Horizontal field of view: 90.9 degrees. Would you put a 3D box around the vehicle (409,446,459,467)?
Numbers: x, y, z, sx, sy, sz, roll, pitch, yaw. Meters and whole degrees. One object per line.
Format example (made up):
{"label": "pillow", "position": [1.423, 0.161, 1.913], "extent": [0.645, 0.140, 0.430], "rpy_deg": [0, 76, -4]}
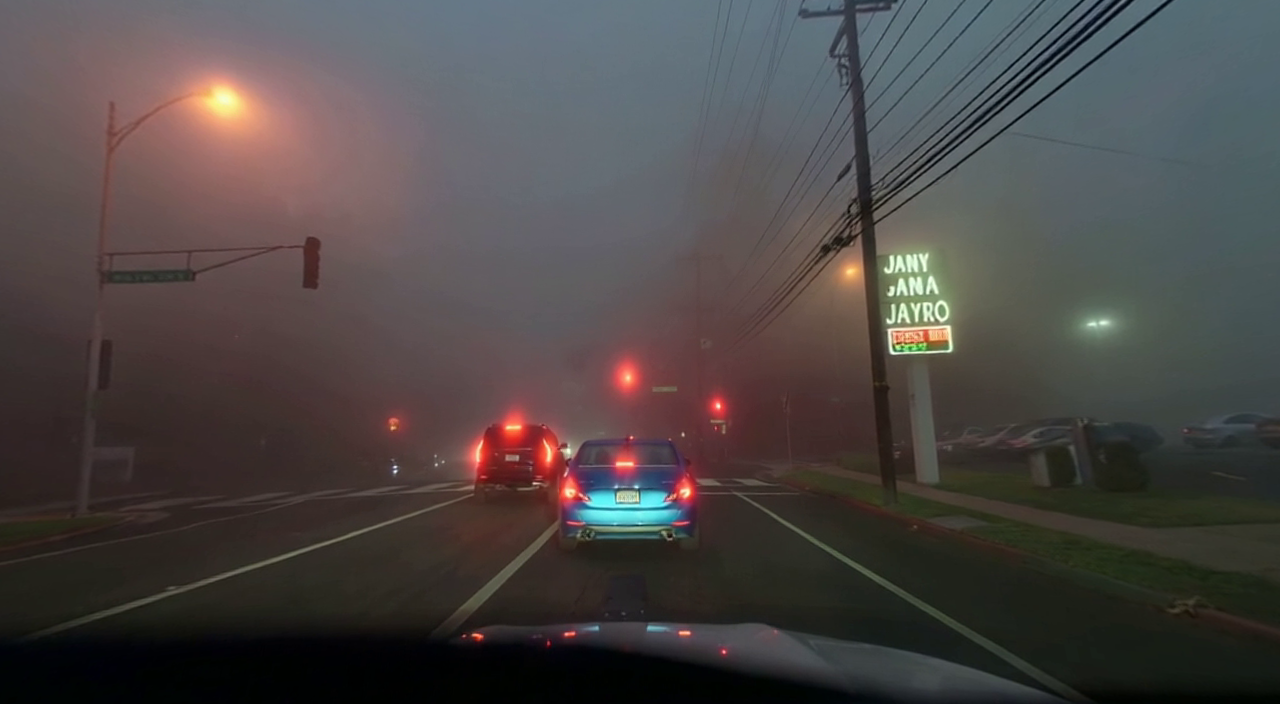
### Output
{"label": "vehicle", "position": [-15.568, 7.837, 47.494], "extent": [2.111, 1.511, 4.641], "rpy_deg": [6, -10, -37]}

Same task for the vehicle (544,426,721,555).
{"label": "vehicle", "position": [-0.149, 1.927, 9.532], "extent": [2.070, 1.481, 4.216], "rpy_deg": [0, -8, -2]}

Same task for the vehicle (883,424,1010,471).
{"label": "vehicle", "position": [10.631, 3.372, 22.320], "extent": [1.842, 1.471, 4.481], "rpy_deg": [1, -8, -6]}

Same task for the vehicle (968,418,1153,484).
{"label": "vehicle", "position": [10.544, 2.536, 16.293], "extent": [1.888, 1.455, 4.268], "rpy_deg": [0, -8, 1]}

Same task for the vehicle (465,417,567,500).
{"label": "vehicle", "position": [-3.079, 2.738, 16.612], "extent": [2.106, 1.852, 4.512], "rpy_deg": [0, -8, -5]}

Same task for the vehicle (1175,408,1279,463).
{"label": "vehicle", "position": [18.709, 2.580, 19.294], "extent": [4.446, 1.511, 1.977], "rpy_deg": [4, -10, -29]}
